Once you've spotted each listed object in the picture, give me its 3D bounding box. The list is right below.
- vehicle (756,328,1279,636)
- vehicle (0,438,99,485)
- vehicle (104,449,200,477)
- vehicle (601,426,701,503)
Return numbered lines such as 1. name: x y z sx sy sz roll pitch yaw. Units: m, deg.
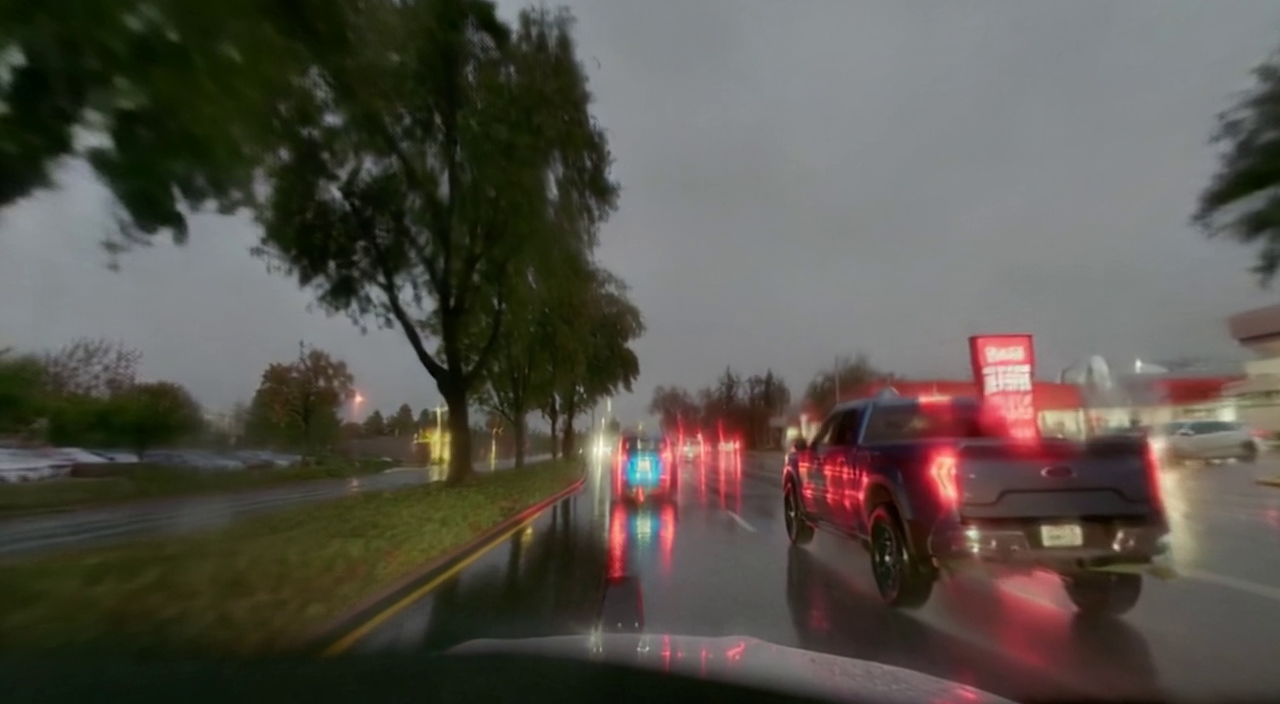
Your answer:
1. vehicle: 3.337 1.329 7.367 2.731 2.101 6.047 0 -9 -1
2. vehicle: -32.175 5.570 31.834 2.664 2.215 7.903 -2 -9 -1
3. vehicle: -28.072 6.404 36.316 3.894 1.527 1.872 -1 -10 -1
4. vehicle: 0.233 2.755 15.704 2.145 1.650 4.021 0 -9 0
